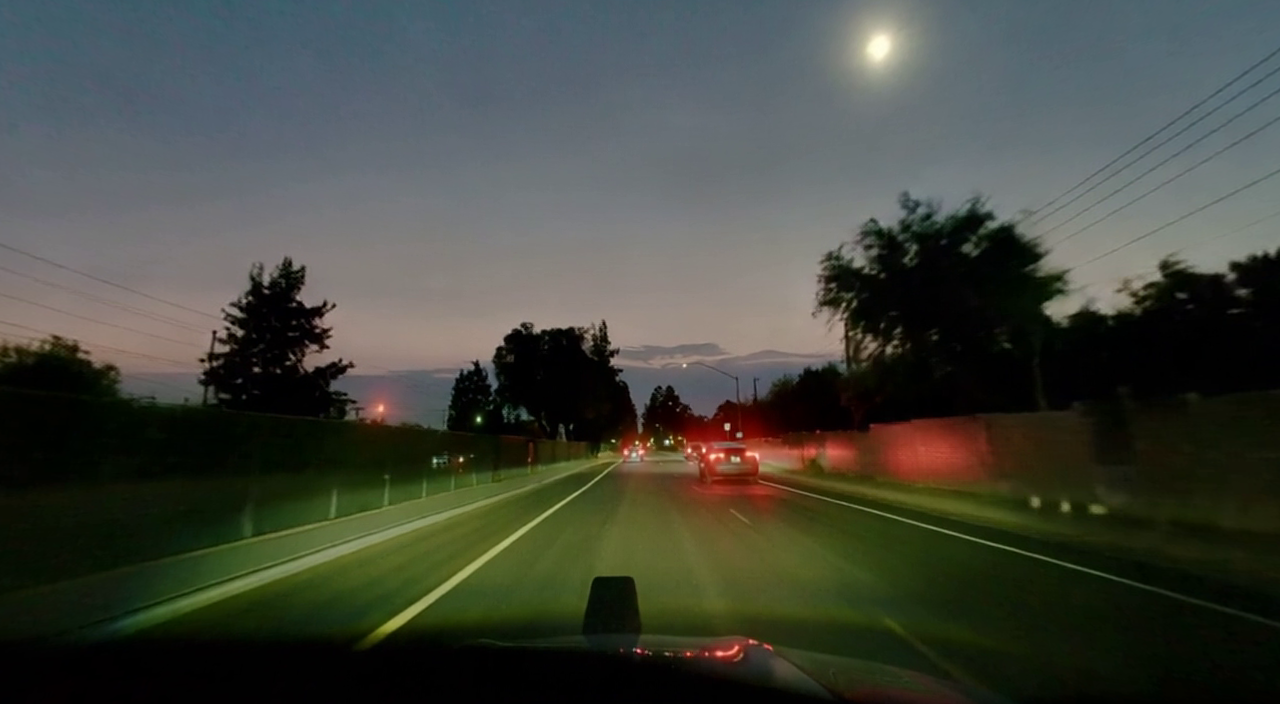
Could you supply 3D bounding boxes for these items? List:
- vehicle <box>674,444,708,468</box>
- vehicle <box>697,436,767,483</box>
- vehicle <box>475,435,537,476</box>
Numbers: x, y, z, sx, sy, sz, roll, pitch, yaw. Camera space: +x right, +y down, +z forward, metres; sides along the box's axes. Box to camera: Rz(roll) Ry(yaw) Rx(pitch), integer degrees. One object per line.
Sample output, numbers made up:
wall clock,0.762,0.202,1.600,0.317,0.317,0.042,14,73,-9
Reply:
vehicle,3.631,7.449,45.564,2.012,1.653,4.115,0,-8,-1
vehicle,3.769,4.502,26.820,2.112,1.825,4.574,0,-8,-2
vehicle,-9.052,7.025,42.958,3.613,2.628,2.227,0,-8,2
